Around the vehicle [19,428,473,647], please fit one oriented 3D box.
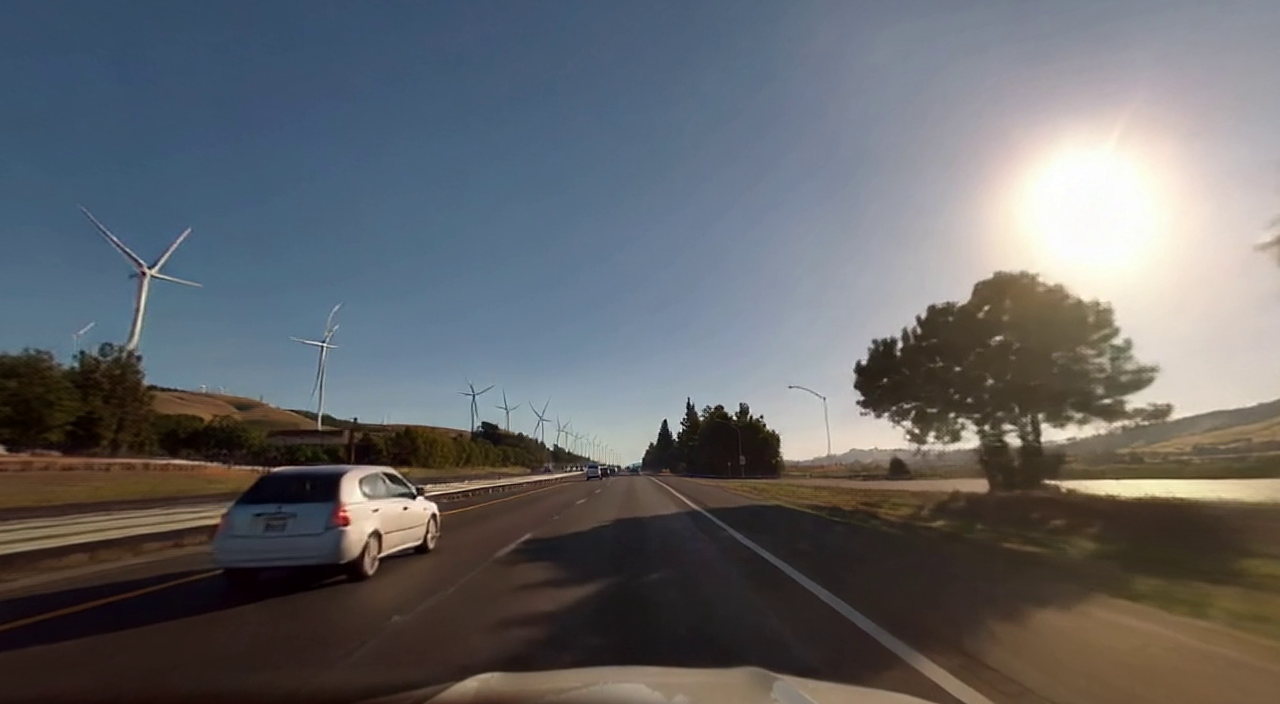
[{"bbox_3d":[-3.325,1.683,6.538,2.001,1.486,4.104,1,-10,0],"label":"vehicle"}]
